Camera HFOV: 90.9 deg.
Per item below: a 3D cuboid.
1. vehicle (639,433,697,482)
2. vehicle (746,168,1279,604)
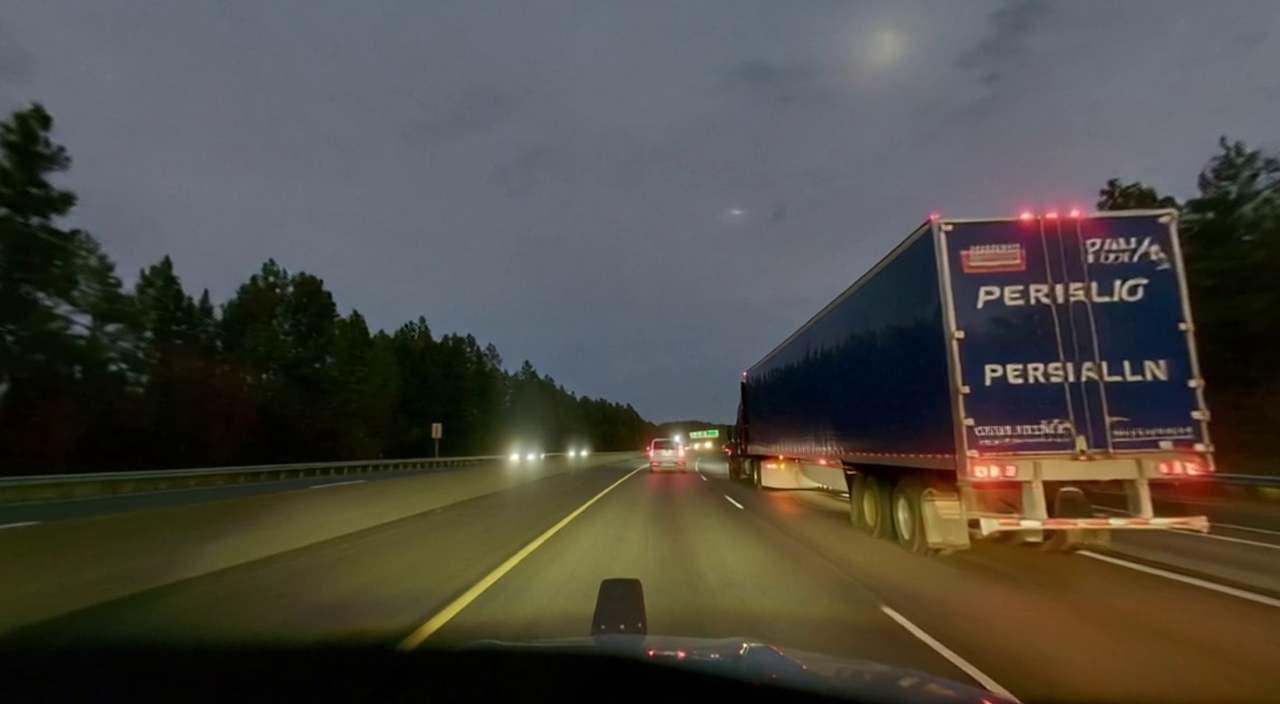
[{"bbox_3d":[1.168,4.380,26.572,2.222,1.848,4.610,0,-8,3],"label":"vehicle"},{"bbox_3d":[5.048,1.422,14.260,2.899,4.160,16.621,0,-8,2],"label":"vehicle"}]
